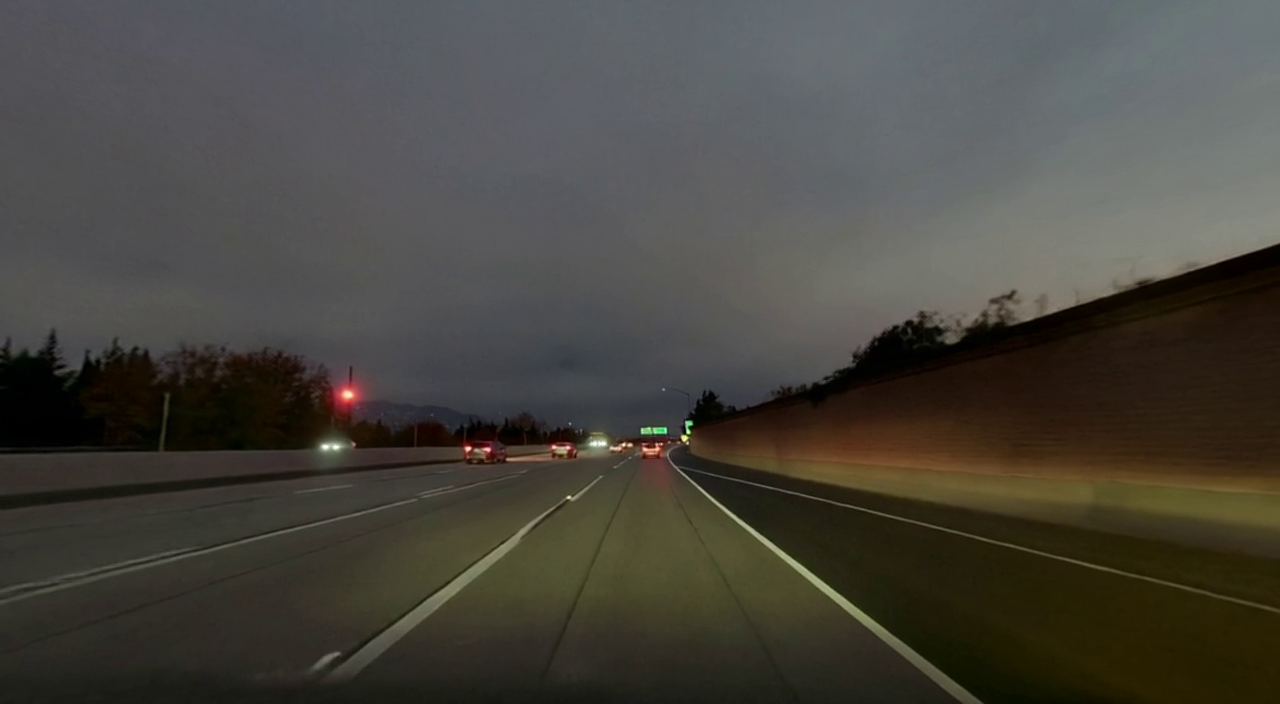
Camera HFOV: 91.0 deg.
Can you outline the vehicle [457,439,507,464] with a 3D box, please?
[{"bbox_3d":[-10.649,6.738,42.758,2.025,1.618,4.683,0,-8,2],"label":"vehicle"}]
